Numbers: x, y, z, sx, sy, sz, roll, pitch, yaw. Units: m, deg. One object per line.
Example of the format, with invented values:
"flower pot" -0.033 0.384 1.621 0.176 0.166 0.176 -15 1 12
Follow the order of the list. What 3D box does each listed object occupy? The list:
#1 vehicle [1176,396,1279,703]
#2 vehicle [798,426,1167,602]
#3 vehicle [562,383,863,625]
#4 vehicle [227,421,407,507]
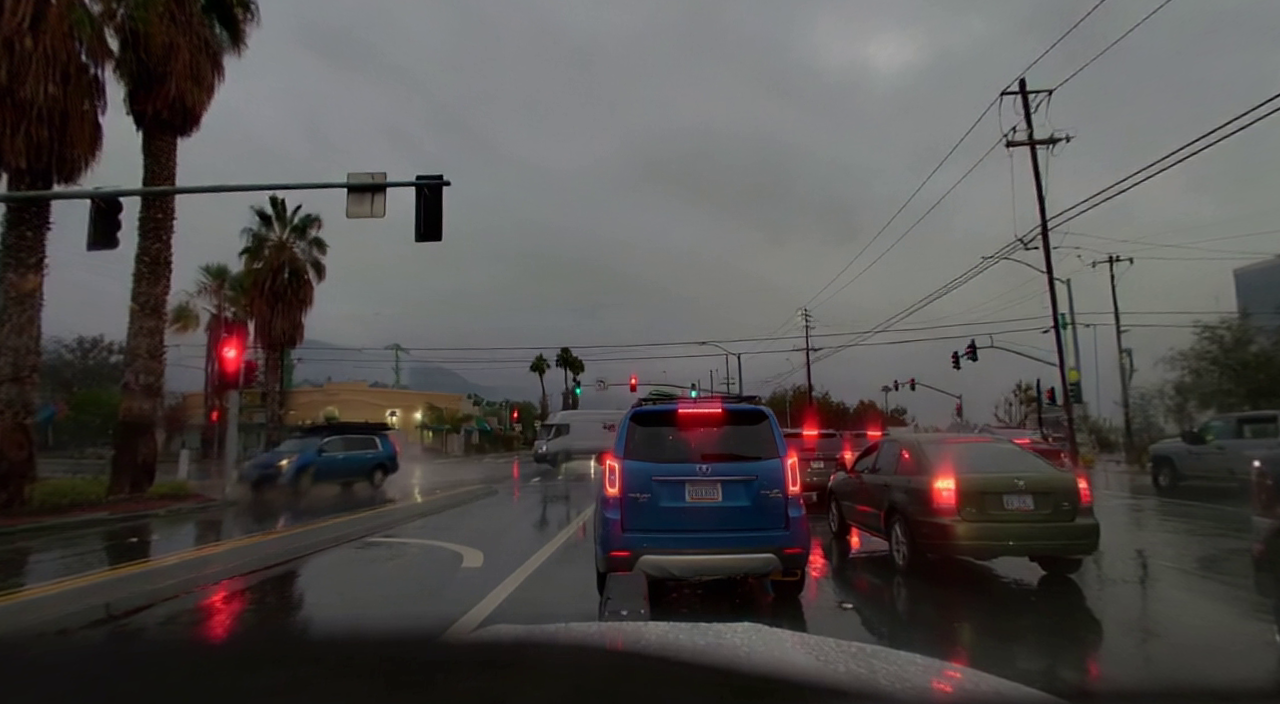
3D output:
"vehicle" 3.360 0.650 0.651 1.805 1.485 4.348 0 -9 1
"vehicle" 3.437 1.688 7.502 1.895 1.456 4.255 0 -9 -2
"vehicle" 0.464 1.439 6.887 2.228 1.780 4.269 0 -9 -2
"vehicle" -11.318 3.971 22.832 2.230 2.653 5.869 -3 -9 16
